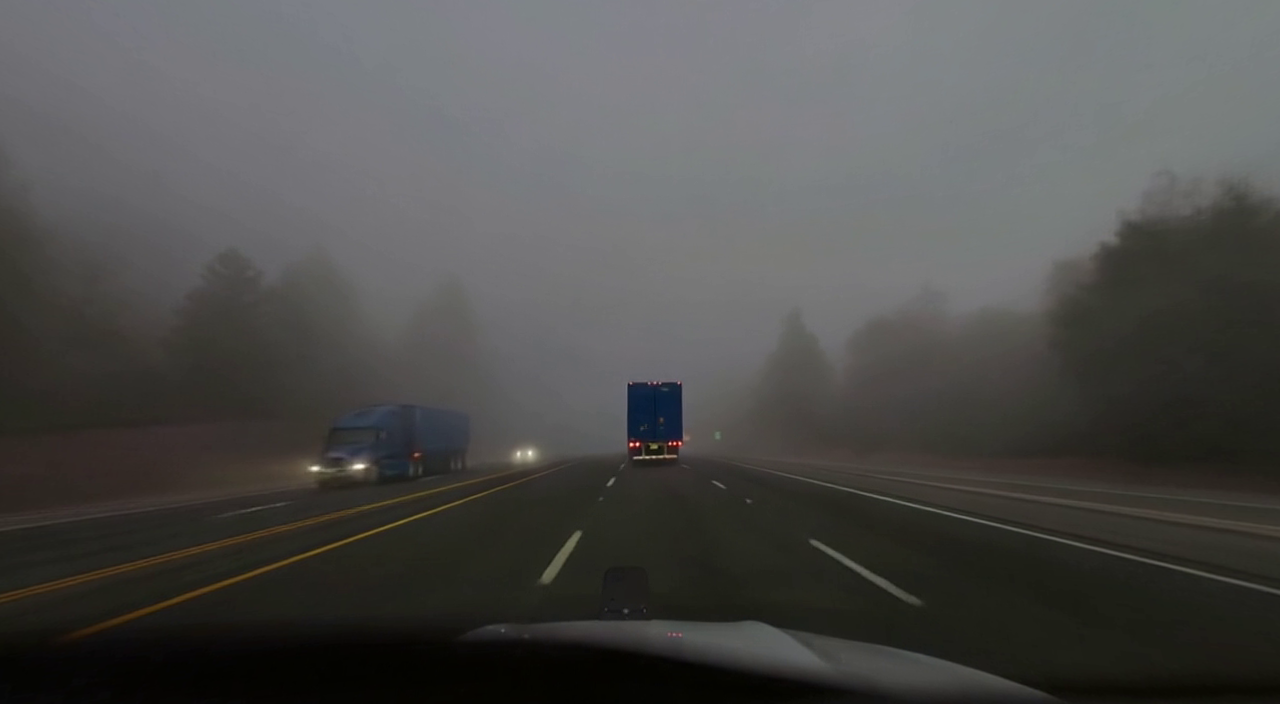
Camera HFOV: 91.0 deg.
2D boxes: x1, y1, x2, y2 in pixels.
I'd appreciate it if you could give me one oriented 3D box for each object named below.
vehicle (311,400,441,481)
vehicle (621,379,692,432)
[{"bbox_3d":[-14.775,5.112,36.449,3.041,4.004,10.215,0,-8,0],"label":"vehicle"},{"bbox_3d":[0.529,2.297,25.800,2.509,1.890,4.732,0,-8,-3],"label":"vehicle"}]
